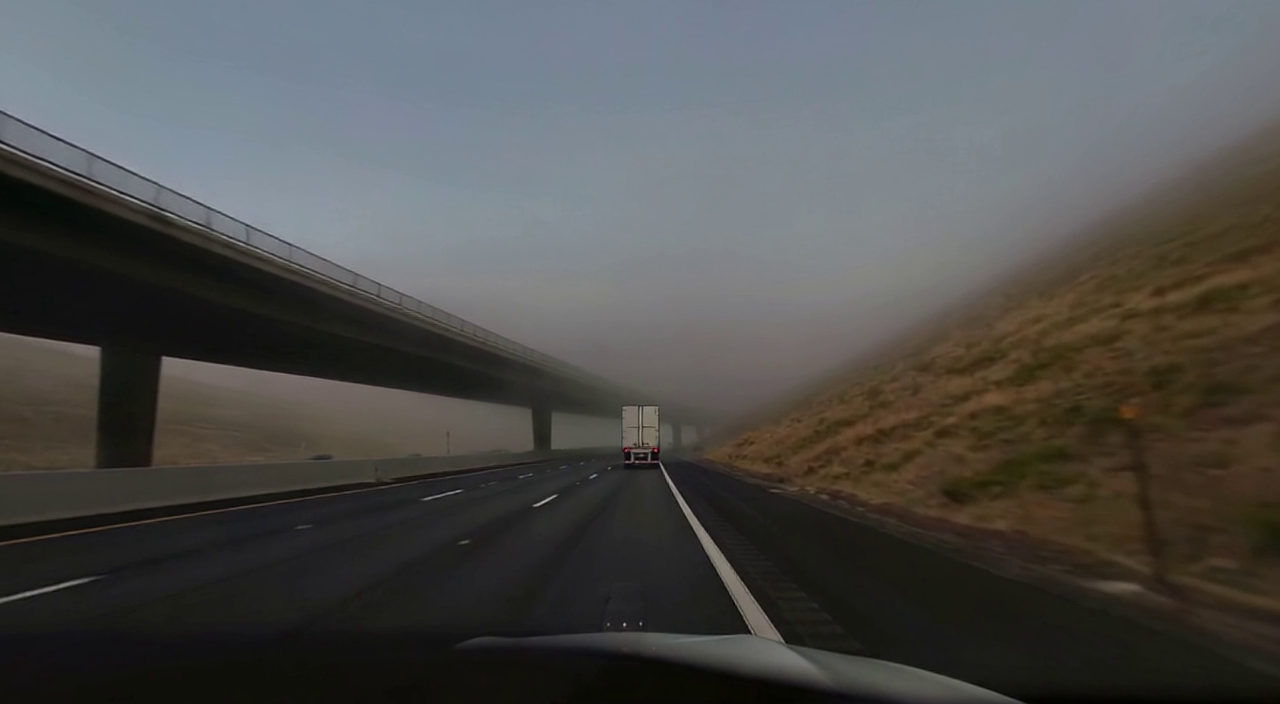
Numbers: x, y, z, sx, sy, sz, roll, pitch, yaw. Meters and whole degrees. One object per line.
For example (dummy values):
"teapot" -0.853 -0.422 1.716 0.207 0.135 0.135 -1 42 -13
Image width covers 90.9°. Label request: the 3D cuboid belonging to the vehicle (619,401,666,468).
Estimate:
"vehicle" 0.118 5.807 43.652 2.866 4.014 11.261 0 -9 0
